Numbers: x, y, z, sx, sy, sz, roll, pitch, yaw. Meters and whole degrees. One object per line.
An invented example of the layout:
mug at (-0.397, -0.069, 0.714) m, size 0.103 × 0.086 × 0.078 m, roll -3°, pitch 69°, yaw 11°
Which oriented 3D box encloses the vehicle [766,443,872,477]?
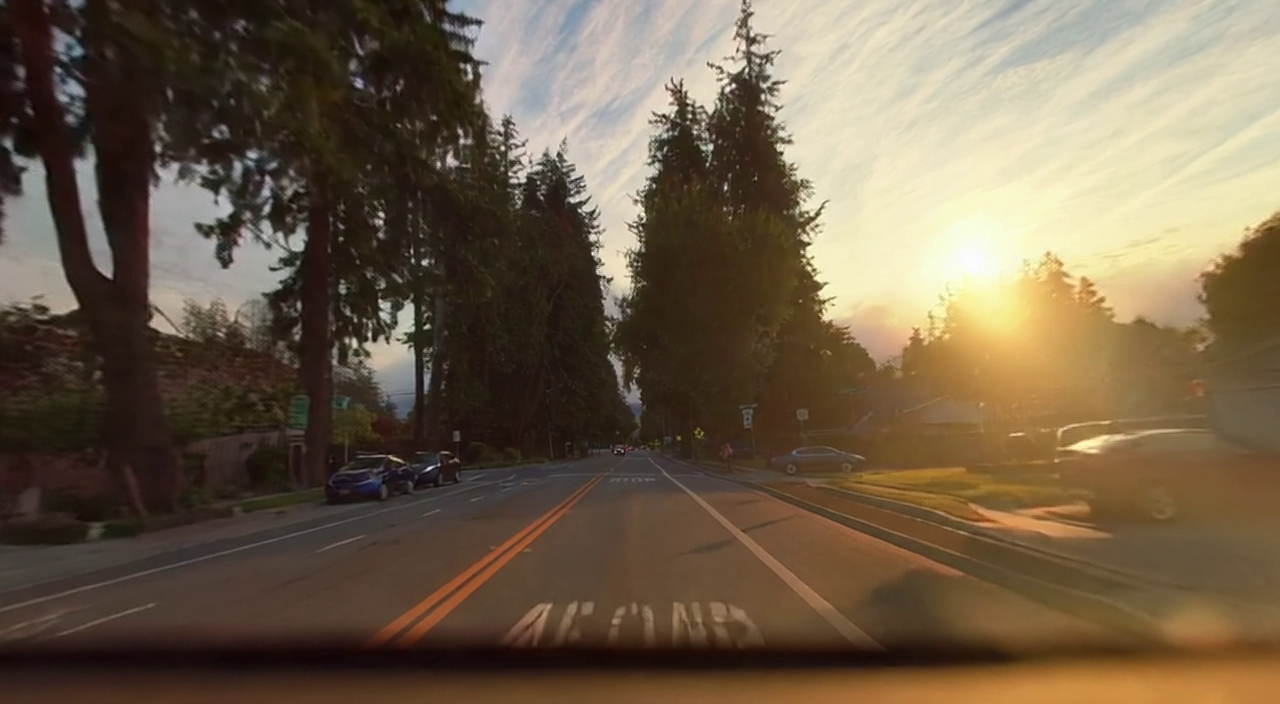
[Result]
vehicle at (8.121, 4.942, 28.925) m, size 4.438 × 1.466 × 1.943 m, roll -2°, pitch -9°, yaw 9°

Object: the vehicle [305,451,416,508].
vehicle at (-9.267, 4.207, 21.296) m, size 1.998 × 1.684 × 4.180 m, roll 0°, pitch -9°, yaw -3°

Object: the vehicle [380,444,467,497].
vehicle at (-9.440, 5.148, 27.976) m, size 2.181 × 1.938 × 4.931 m, roll -2°, pitch -7°, yaw 0°

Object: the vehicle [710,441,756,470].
vehicle at (5.714, 6.410, 39.206) m, size 2.096 × 1.713 × 4.606 m, roll 0°, pitch -9°, yaw -1°
